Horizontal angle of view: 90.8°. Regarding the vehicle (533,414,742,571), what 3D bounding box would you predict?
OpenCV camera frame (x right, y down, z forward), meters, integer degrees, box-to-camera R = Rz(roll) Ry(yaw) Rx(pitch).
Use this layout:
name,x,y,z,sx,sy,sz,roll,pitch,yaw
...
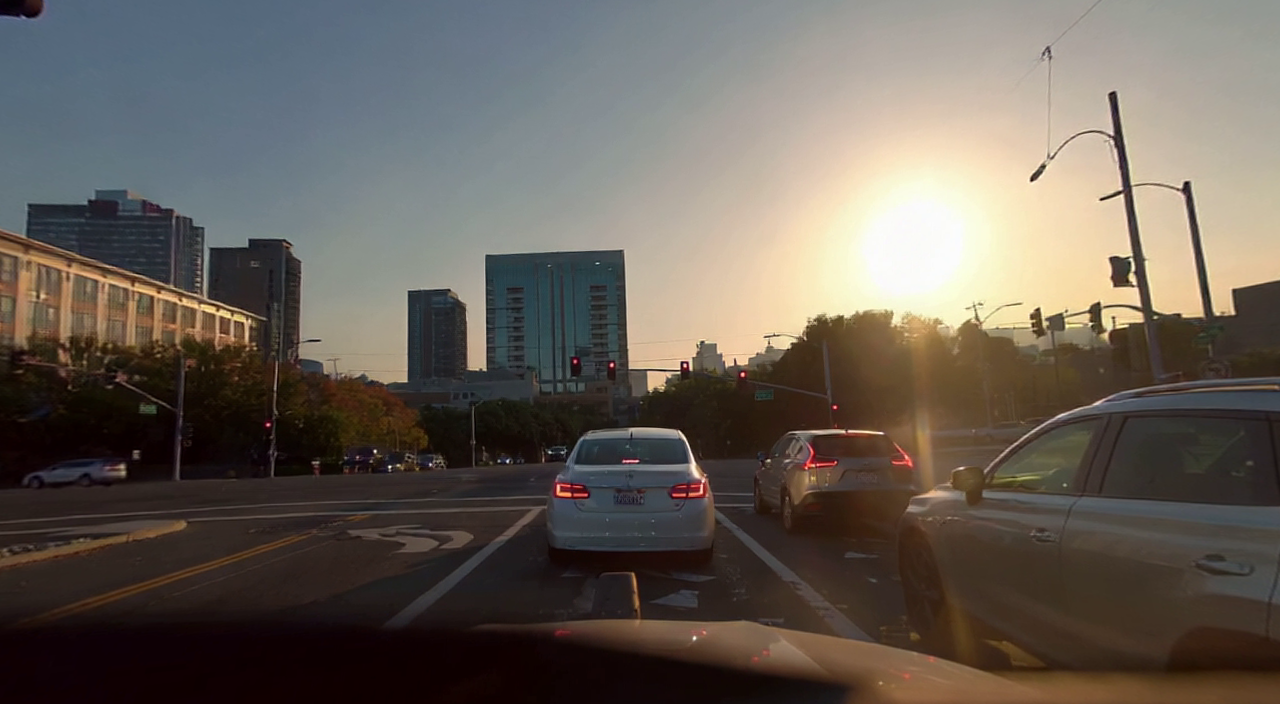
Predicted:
name,x,y,z,sx,sy,sz,roll,pitch,yaw
vehicle,-0.075,1.779,8.734,2.188,1.637,4.027,0,-8,-1

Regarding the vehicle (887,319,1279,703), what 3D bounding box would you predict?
name,x,y,z,sx,sy,sz,roll,pitch,yaw
vehicle,2.995,0.869,2.657,2.103,1.701,4.294,0,-8,-1

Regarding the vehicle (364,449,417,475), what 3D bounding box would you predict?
name,x,y,z,sx,sy,sz,roll,pitch,yaw
vehicle,-18.728,8.256,47.662,2.026,1.836,4.726,0,-8,0

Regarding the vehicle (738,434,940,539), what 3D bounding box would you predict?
name,x,y,z,sx,sy,sz,roll,pitch,yaw
vehicle,3.152,2.219,11.141,2.001,1.463,4.398,0,-8,-2

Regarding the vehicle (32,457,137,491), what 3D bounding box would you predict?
name,x,y,z,sx,sy,sz,roll,pitch,yaw
vehicle,-32.332,7.099,36.835,4.448,1.837,2.021,-1,-9,7
